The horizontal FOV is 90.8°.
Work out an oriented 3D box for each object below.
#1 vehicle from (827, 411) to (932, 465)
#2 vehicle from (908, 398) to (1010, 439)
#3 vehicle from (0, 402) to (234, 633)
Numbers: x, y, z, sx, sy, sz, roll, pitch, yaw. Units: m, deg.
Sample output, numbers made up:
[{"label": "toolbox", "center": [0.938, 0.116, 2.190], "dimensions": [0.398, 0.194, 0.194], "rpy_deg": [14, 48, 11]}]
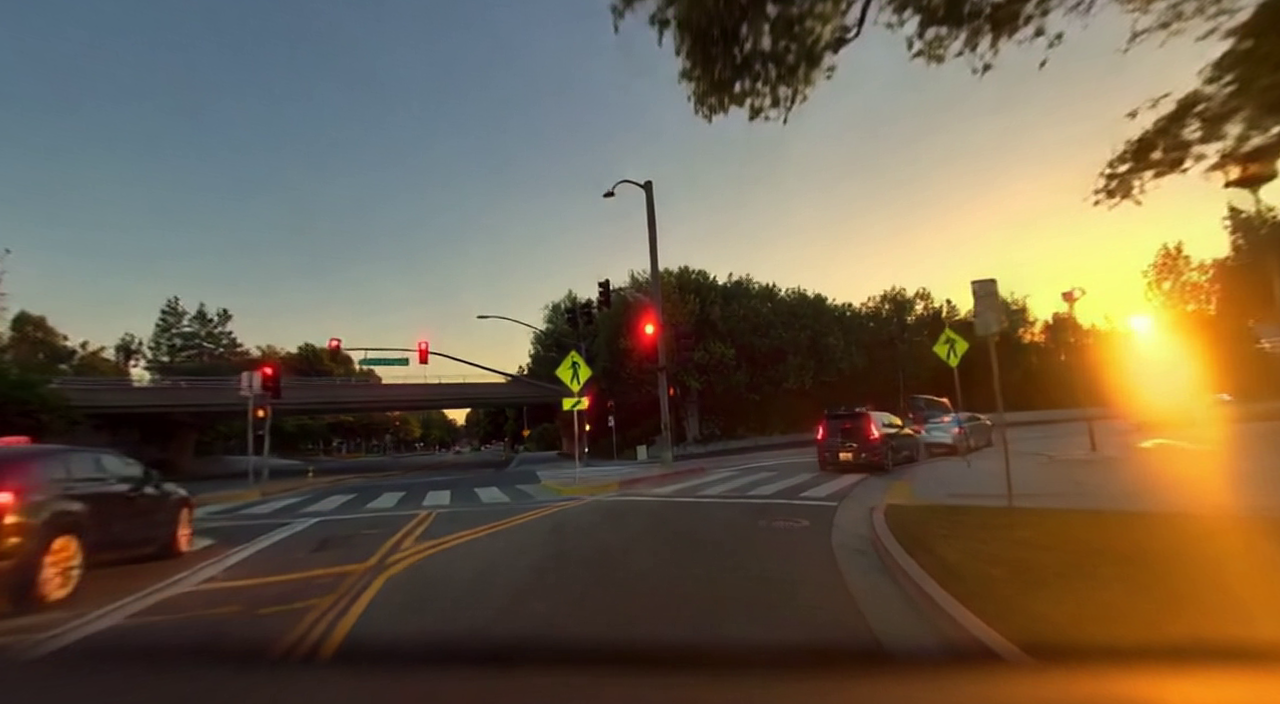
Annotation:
[{"label": "vehicle", "center": [8.124, 2.901, 21.236], "dimensions": [1.908, 1.622, 4.166], "rpy_deg": [-7, -11, 41]}, {"label": "vehicle", "center": [16.666, 3.526, 32.948], "dimensions": [5.144, 1.954, 2.122], "rpy_deg": [4, -9, -29]}, {"label": "vehicle", "center": [-6.019, 1.392, 5.790], "dimensions": [2.066, 1.672, 5.581], "rpy_deg": [2, -8, -14]}]
